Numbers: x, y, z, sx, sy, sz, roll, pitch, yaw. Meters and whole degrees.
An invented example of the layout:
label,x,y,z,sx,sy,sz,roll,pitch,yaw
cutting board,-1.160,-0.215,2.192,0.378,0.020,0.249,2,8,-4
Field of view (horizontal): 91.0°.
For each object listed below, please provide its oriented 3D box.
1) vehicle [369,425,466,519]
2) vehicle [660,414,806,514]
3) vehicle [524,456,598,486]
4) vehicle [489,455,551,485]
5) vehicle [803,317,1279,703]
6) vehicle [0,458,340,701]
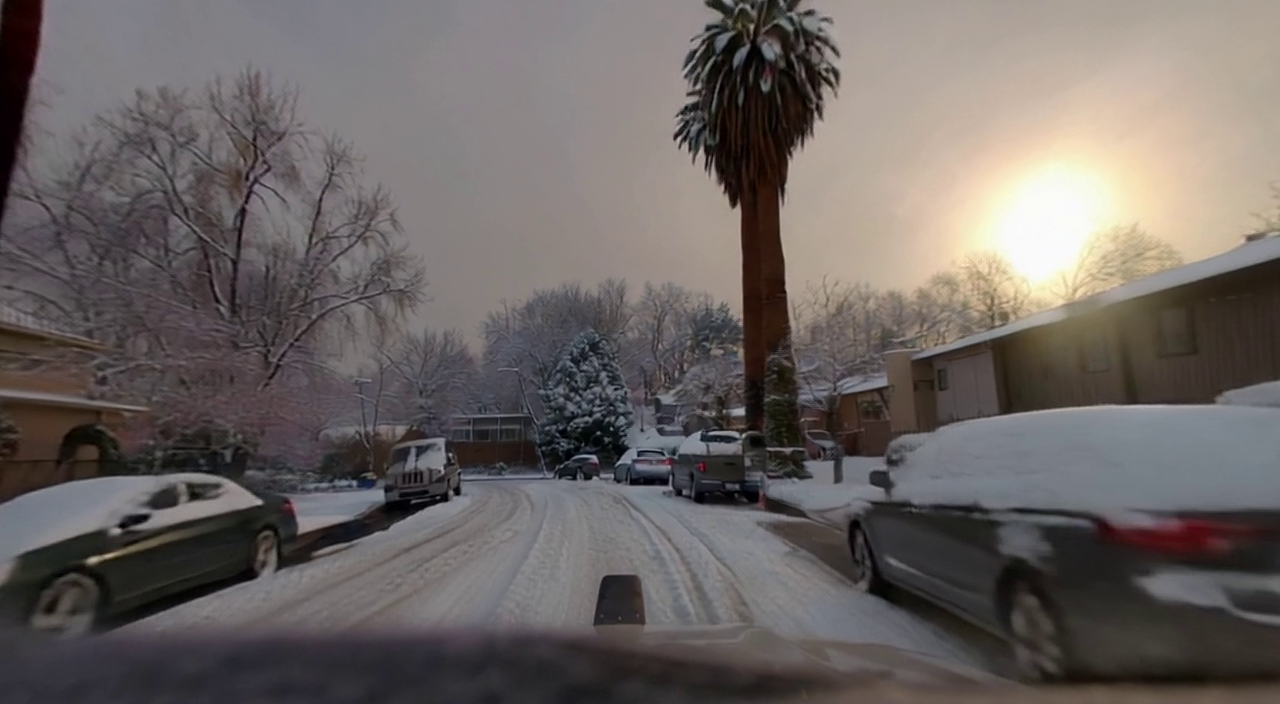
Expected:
label,x,y,z,sx,sy,sz,roll,pitch,yaw
vehicle,-7.060,3.866,20.598,2.337,2.289,6.092,-6,-9,-16
vehicle,1.998,2.686,15.365,2.139,1.997,4.864,1,-9,-8
vehicle,-4.513,6.594,35.252,2.108,1.503,4.977,6,-11,-32
vehicle,-7.631,7.398,39.696,1.918,1.753,4.655,7,-12,-36
vehicle,2.614,1.080,4.016,2.076,1.658,4.604,-1,-9,3
vehicle,-4.947,1.768,5.970,1.908,1.482,4.612,0,-9,0
